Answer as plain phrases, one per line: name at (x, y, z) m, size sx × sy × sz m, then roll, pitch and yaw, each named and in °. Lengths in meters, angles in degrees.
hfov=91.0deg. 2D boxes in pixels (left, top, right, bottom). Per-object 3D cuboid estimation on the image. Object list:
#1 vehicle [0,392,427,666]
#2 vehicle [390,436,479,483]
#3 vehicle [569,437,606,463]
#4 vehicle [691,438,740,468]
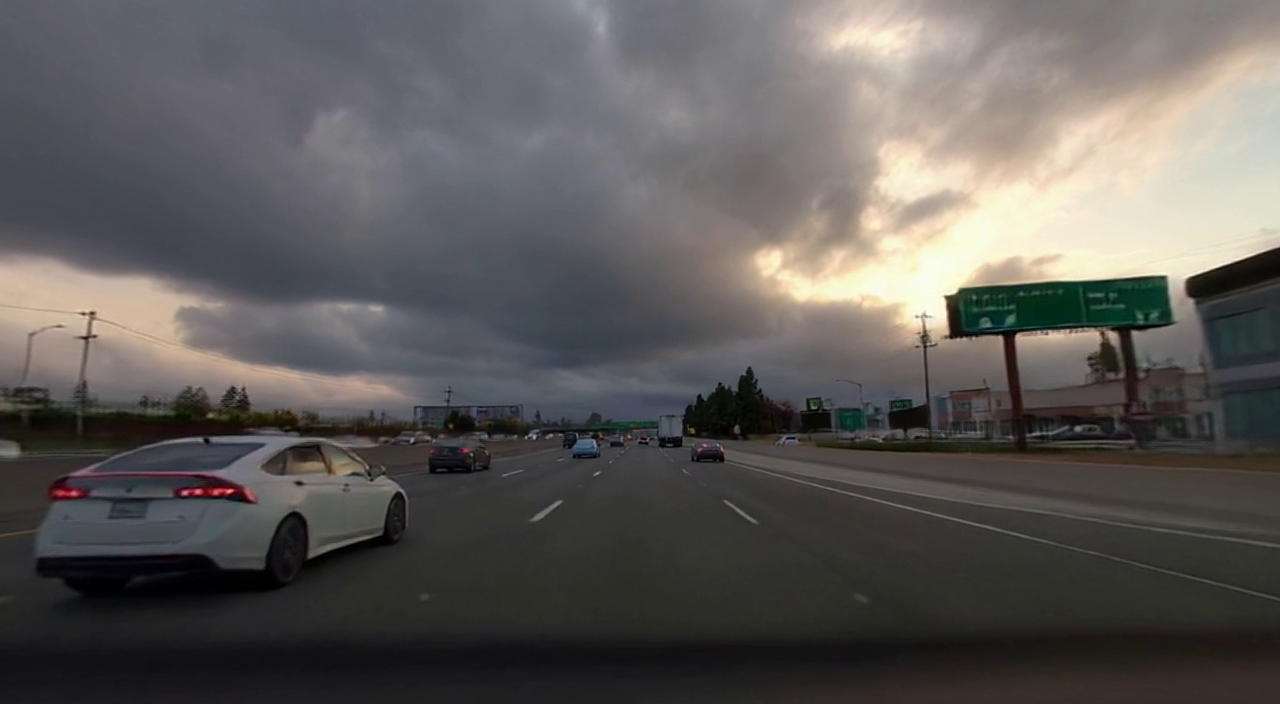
vehicle at (-3.736, 1.319, 5.710) m, size 2.008 × 1.504 × 4.264 m, roll 0°, pitch -9°, yaw 1°
vehicle at (-7.234, 3.836, 22.566) m, size 1.865 × 1.518 × 3.620 m, roll 0°, pitch -9°, yaw 1°
vehicle at (-3.339, 6.356, 40.862) m, size 2.001 × 1.577 × 4.055 m, roll 0°, pitch -9°, yaw 1°
vehicle at (4.126, 5.637, 35.183) m, size 2.135 × 1.532 × 4.506 m, roll 1°, pitch -9°, yaw 0°
